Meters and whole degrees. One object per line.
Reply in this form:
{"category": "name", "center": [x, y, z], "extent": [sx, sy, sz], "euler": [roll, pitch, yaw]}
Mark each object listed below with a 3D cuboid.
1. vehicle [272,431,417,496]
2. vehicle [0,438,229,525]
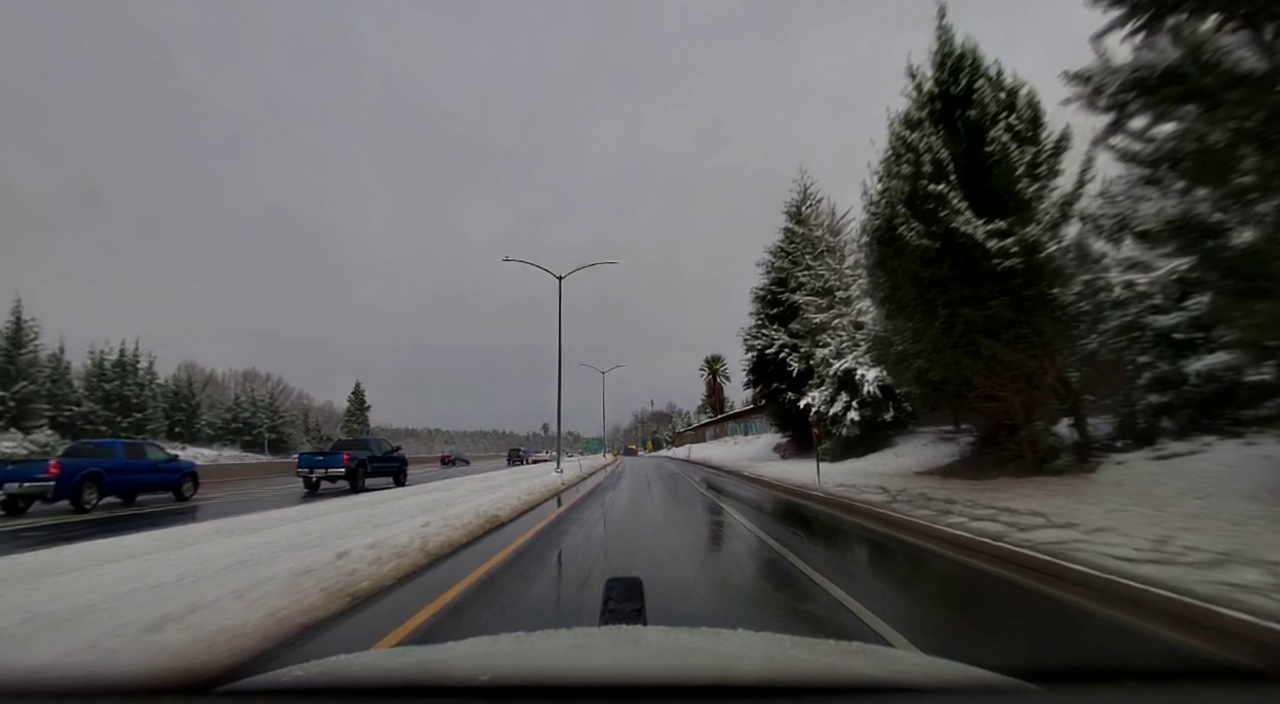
{"category": "vehicle", "center": [-10.201, 3.891, 22.474], "extent": [2.342, 1.999, 5.594], "euler": [0, -8, 1]}
{"category": "vehicle", "center": [-14.199, 3.276, 16.848], "extent": [2.272, 1.882, 5.941], "euler": [0, -8, 1]}
